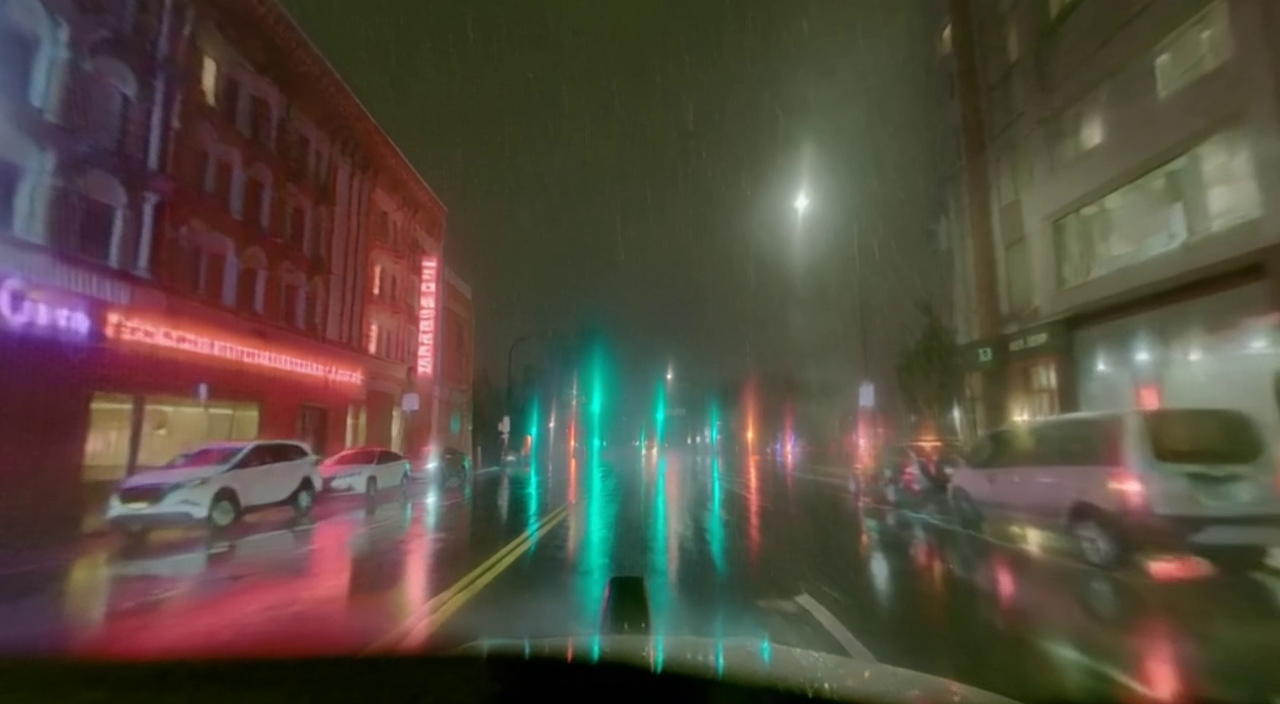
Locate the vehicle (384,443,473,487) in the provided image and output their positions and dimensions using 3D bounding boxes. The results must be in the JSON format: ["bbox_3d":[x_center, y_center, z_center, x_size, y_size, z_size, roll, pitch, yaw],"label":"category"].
[{"bbox_3d":[-8.646,4.640,26.300,1.961,1.627,4.634,-1,-8,2],"label":"vehicle"}]

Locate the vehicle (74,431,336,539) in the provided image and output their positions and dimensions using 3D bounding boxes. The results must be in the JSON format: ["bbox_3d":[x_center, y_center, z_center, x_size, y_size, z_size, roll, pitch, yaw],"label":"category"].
[{"bbox_3d":[-8.821,2.704,13.531,2.140,1.861,4.801,-1,-9,1],"label":"vehicle"}]

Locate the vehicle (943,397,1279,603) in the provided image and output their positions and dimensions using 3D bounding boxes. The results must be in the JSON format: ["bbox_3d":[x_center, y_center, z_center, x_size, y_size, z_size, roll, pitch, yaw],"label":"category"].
[{"bbox_3d":[5.941,1.668,8.075,1.922,1.871,4.477,0,-8,1],"label":"vehicle"}]

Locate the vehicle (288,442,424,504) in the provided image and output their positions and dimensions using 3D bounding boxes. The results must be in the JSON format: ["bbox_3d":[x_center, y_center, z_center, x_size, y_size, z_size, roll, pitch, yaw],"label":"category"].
[{"bbox_3d":[-8.891,3.792,20.350,2.004,1.709,4.941,0,-8,1],"label":"vehicle"}]

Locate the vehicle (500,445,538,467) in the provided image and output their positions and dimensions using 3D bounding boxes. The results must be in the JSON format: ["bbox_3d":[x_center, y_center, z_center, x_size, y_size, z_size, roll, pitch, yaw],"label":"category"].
[{"bbox_3d":[-8.849,7.620,46.342,1.908,1.529,4.522,0,-8,-1],"label":"vehicle"}]

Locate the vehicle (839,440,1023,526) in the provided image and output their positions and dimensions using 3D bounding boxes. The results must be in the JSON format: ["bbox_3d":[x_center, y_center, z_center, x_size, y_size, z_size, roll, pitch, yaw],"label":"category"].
[{"bbox_3d":[6.139,2.774,14.054,1.989,1.571,4.607,0,-8,1],"label":"vehicle"}]
